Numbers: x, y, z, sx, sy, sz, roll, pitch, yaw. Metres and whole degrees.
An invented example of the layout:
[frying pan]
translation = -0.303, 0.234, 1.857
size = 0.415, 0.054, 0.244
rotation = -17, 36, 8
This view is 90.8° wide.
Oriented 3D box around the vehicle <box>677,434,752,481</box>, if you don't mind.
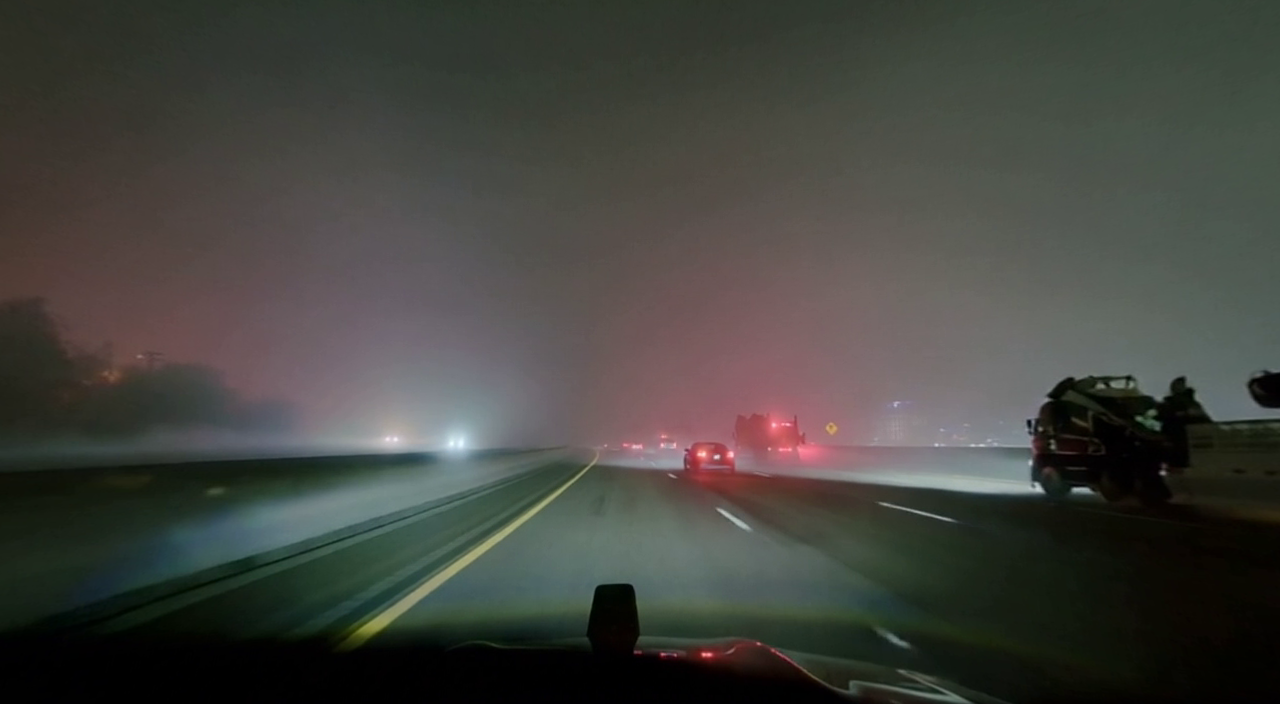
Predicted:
[vehicle]
translation = 2.915, 4.248, 25.775
size = 2.305, 1.729, 4.526
rotation = 1, -8, -2
